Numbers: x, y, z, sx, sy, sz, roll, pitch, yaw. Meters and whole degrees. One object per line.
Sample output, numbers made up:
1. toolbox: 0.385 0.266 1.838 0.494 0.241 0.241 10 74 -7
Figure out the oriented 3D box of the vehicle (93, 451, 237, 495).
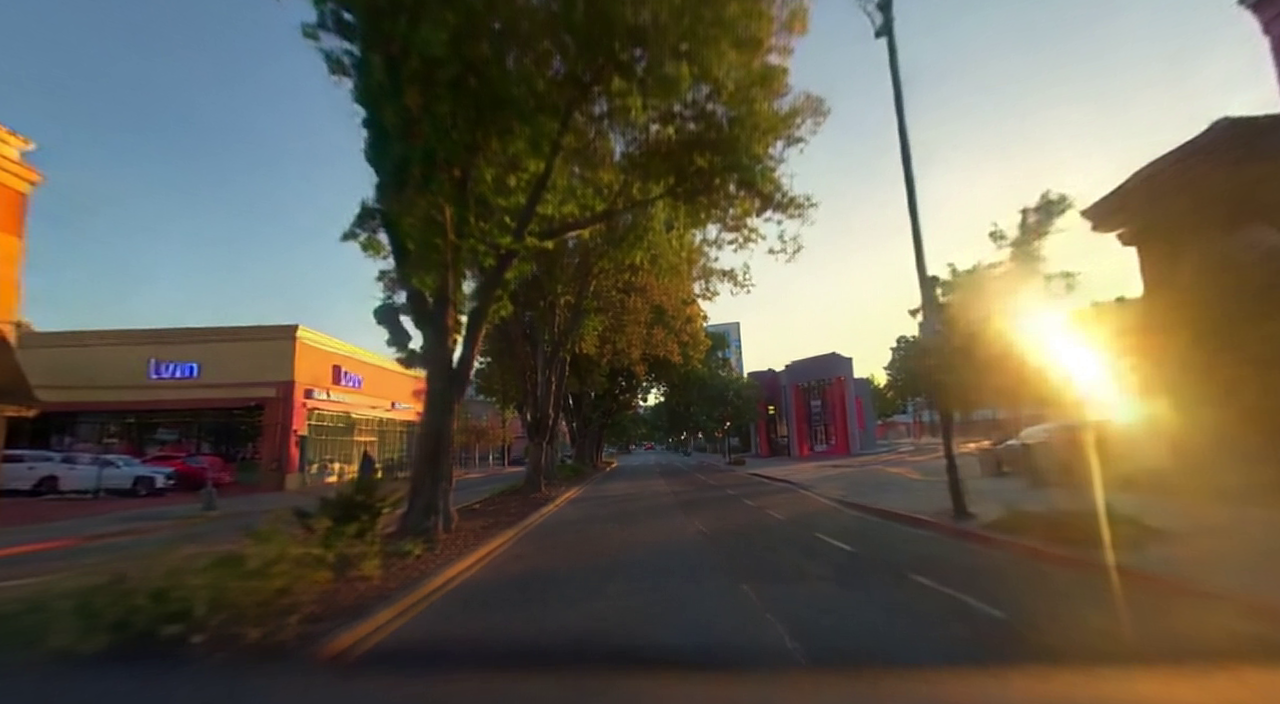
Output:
1. vehicle: -18.205 4.619 24.541 1.837 1.471 4.756 0 -8 1
